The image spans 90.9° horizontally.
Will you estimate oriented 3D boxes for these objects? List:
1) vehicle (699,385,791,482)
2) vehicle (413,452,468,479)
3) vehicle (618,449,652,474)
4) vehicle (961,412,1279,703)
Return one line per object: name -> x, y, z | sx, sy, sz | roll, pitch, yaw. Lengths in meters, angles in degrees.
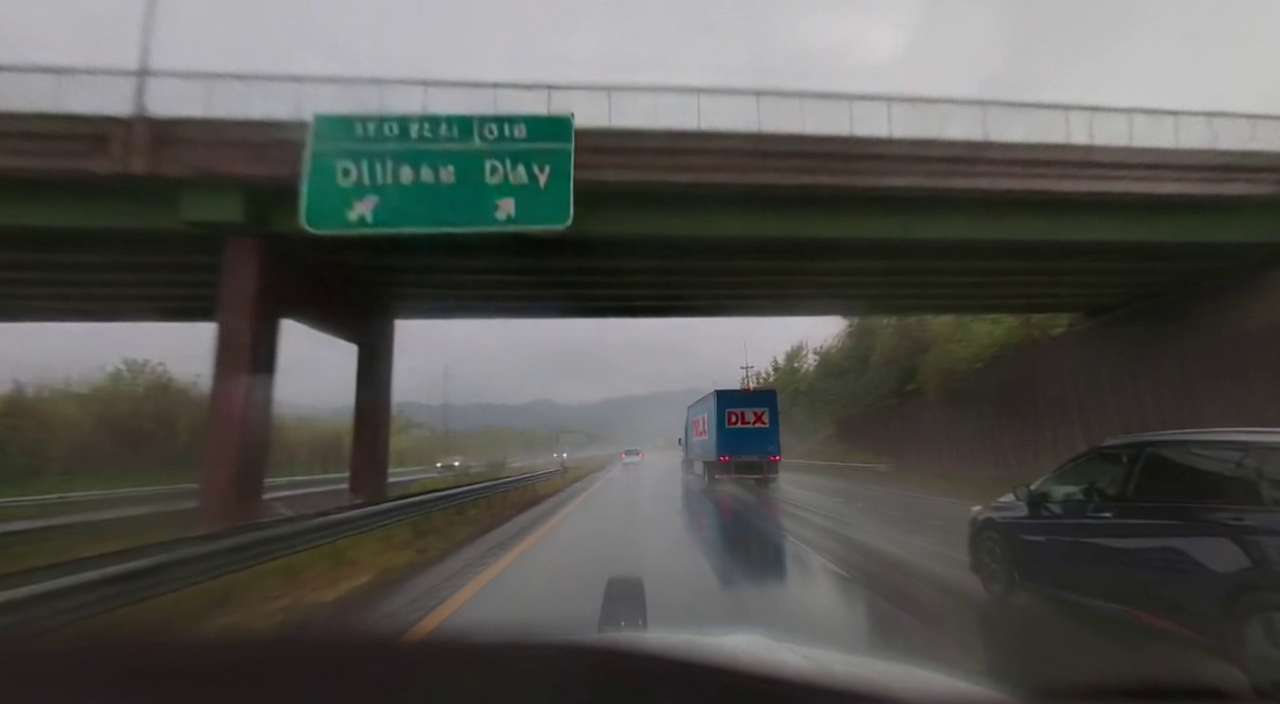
vehicle -> 4.701, 3.987, 30.107 | 2.838, 3.985, 8.010 | 0, -9, -1
vehicle -> -12.589, 7.163, 40.069 | 1.960, 1.605, 4.303 | -1, -9, 2
vehicle -> -0.301, 6.813, 39.356 | 2.055, 1.445, 3.661 | 0, -9, 0
vehicle -> 3.774, 1.087, 3.376 | 1.894, 1.452, 4.164 | 0, -9, 0
